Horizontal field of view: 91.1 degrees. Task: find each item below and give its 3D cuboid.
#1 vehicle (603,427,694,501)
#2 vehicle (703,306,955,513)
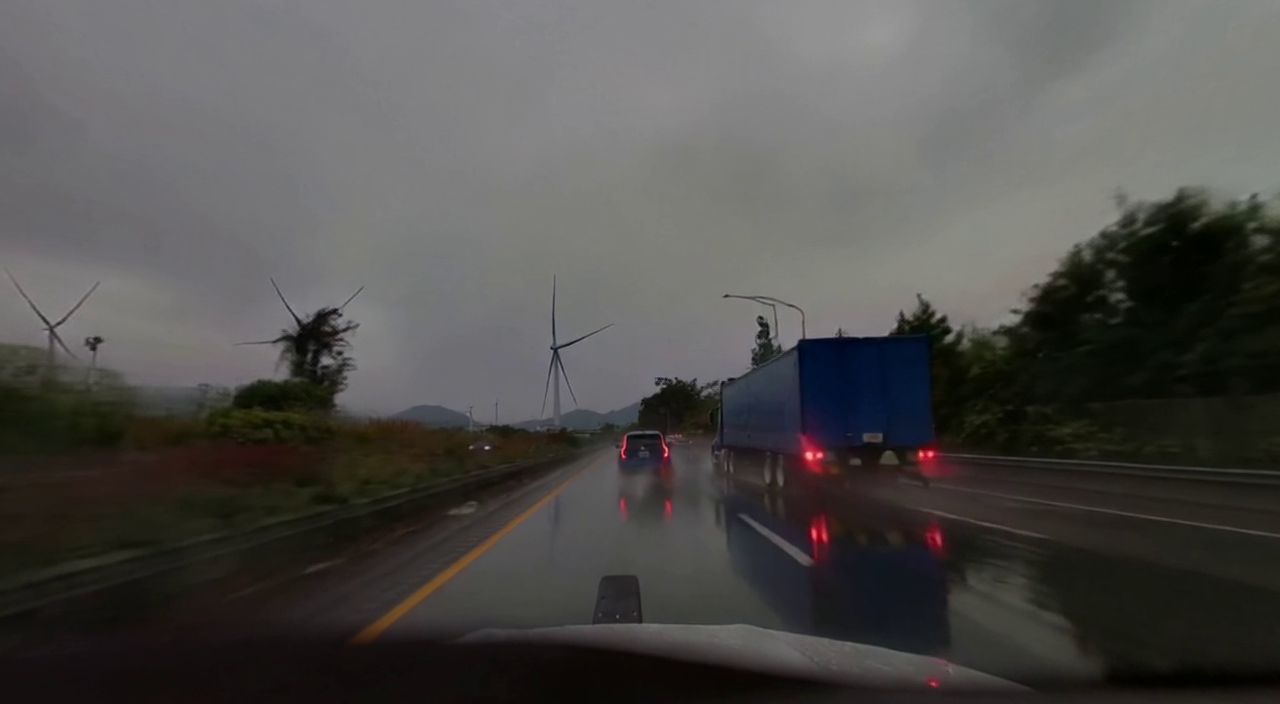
[{"bbox_3d":[0.172,2.793,16.267,2.038,1.624,4.312,0,-8,-1],"label":"vehicle"},{"bbox_3d":[4.503,2.087,20.011,3.129,4.126,14.913,0,-8,-1],"label":"vehicle"}]
